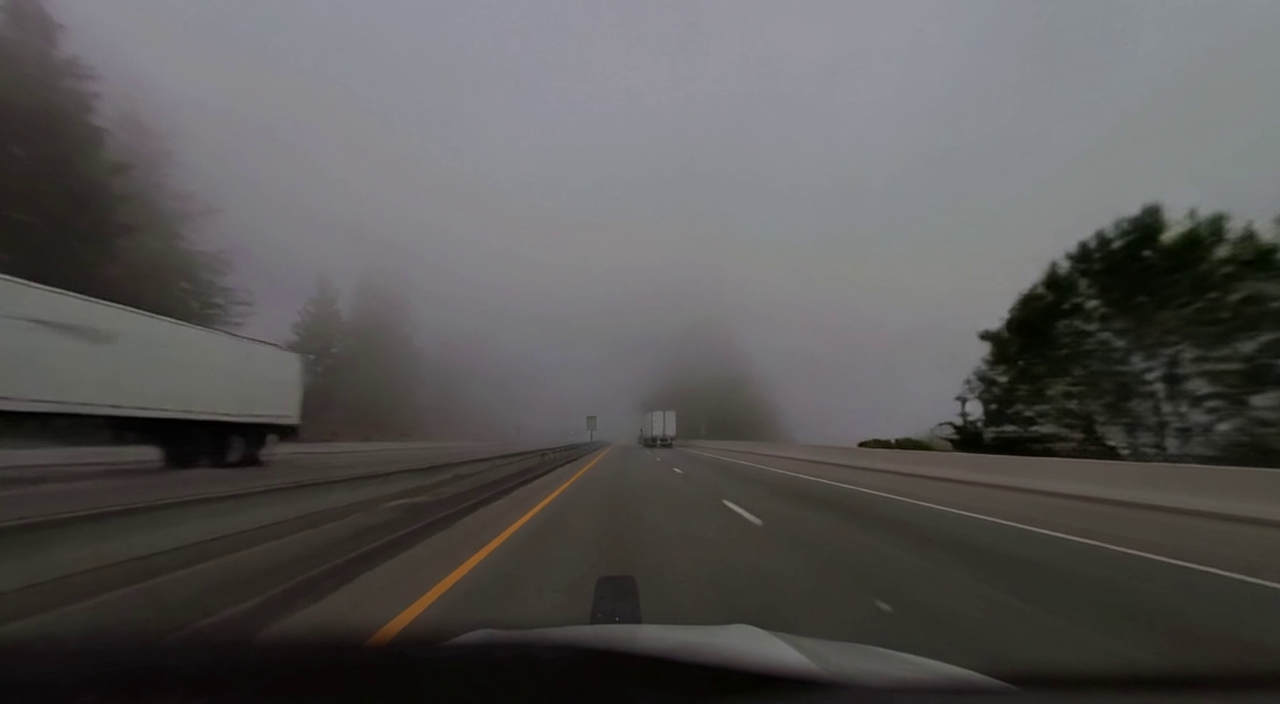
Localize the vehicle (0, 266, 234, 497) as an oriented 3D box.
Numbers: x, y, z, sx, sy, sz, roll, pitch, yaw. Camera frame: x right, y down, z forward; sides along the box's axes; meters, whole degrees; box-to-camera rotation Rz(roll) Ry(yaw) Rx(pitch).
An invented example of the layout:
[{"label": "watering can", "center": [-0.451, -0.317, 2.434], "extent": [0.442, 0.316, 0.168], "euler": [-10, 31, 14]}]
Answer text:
[{"label": "vehicle", "center": [-12.818, 0.437, 10.621], "extent": [2.859, 4.075, 14.016], "euler": [0, -8, -1]}]
